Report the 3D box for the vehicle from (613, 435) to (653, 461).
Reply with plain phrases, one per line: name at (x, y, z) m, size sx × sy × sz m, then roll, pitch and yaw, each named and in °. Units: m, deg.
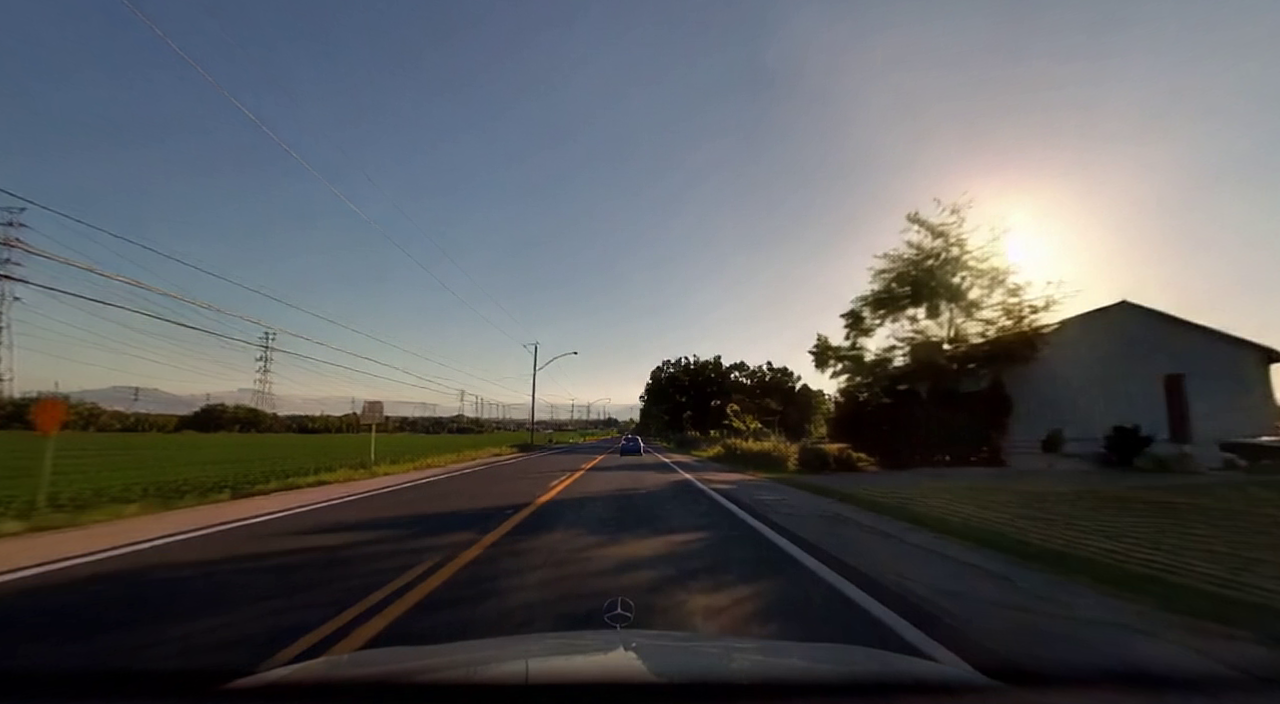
vehicle at (-0.433, 5.578, 36.803) m, size 2.241 × 1.471 × 3.829 m, roll 0°, pitch -8°, yaw -2°
